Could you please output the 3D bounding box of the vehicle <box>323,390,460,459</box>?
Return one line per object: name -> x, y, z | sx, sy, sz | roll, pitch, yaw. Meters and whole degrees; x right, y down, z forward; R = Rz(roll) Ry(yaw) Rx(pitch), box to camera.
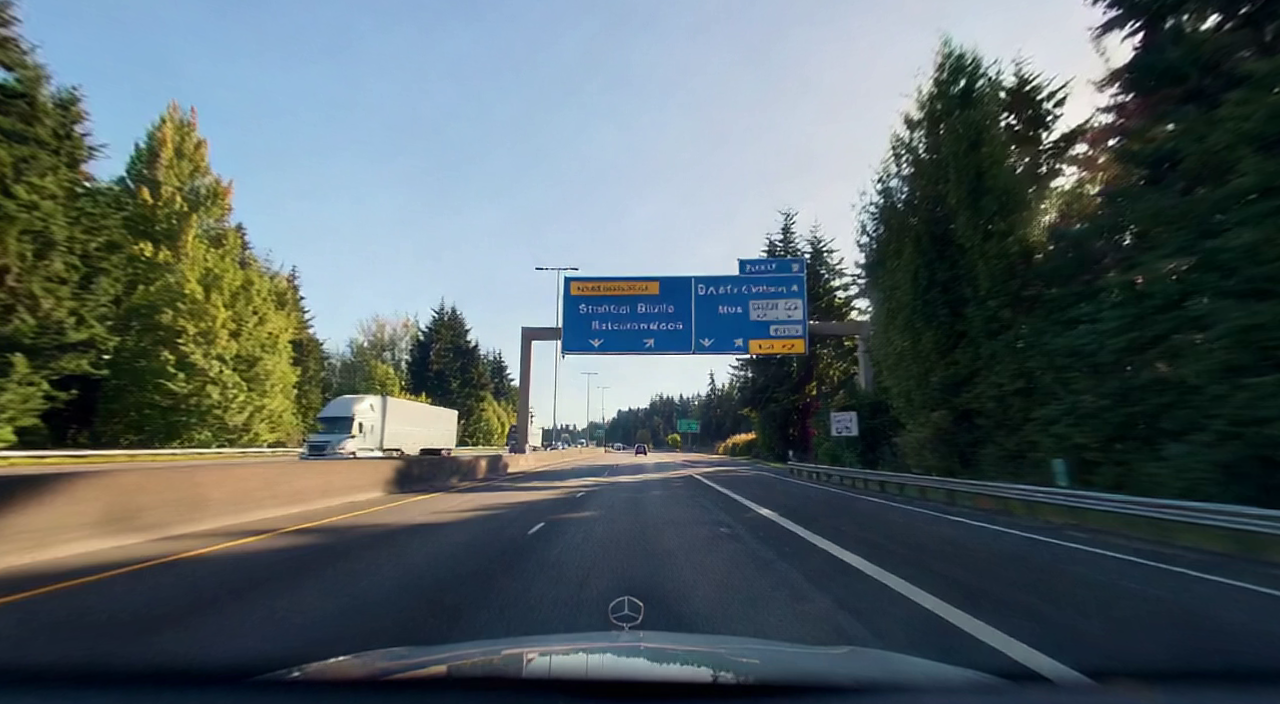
vehicle -> -16.331, 5.371, 43.698 | 2.878, 3.843, 16.564 | 0, -9, 0
